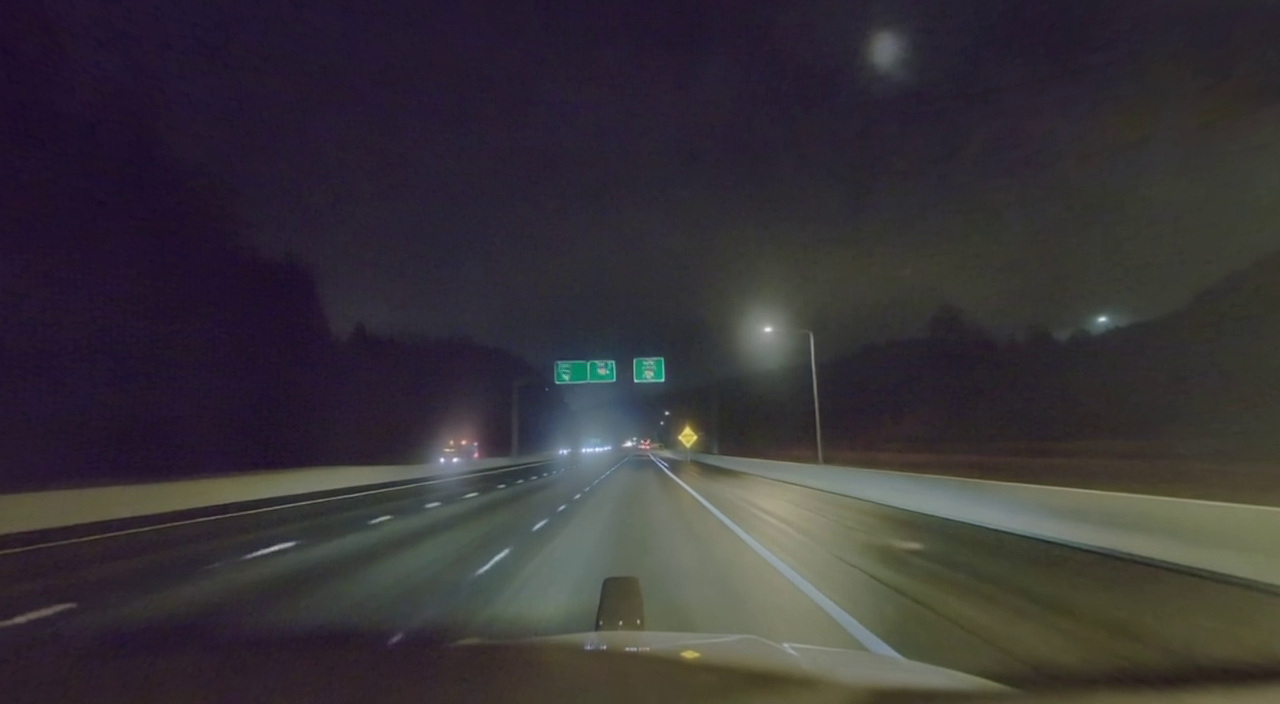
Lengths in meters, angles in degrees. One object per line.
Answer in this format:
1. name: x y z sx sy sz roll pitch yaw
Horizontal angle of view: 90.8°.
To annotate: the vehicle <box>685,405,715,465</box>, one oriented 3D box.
1. vehicle: 4.144 5.879 44.203 1.697 3.935 4.195 -1 -9 1
